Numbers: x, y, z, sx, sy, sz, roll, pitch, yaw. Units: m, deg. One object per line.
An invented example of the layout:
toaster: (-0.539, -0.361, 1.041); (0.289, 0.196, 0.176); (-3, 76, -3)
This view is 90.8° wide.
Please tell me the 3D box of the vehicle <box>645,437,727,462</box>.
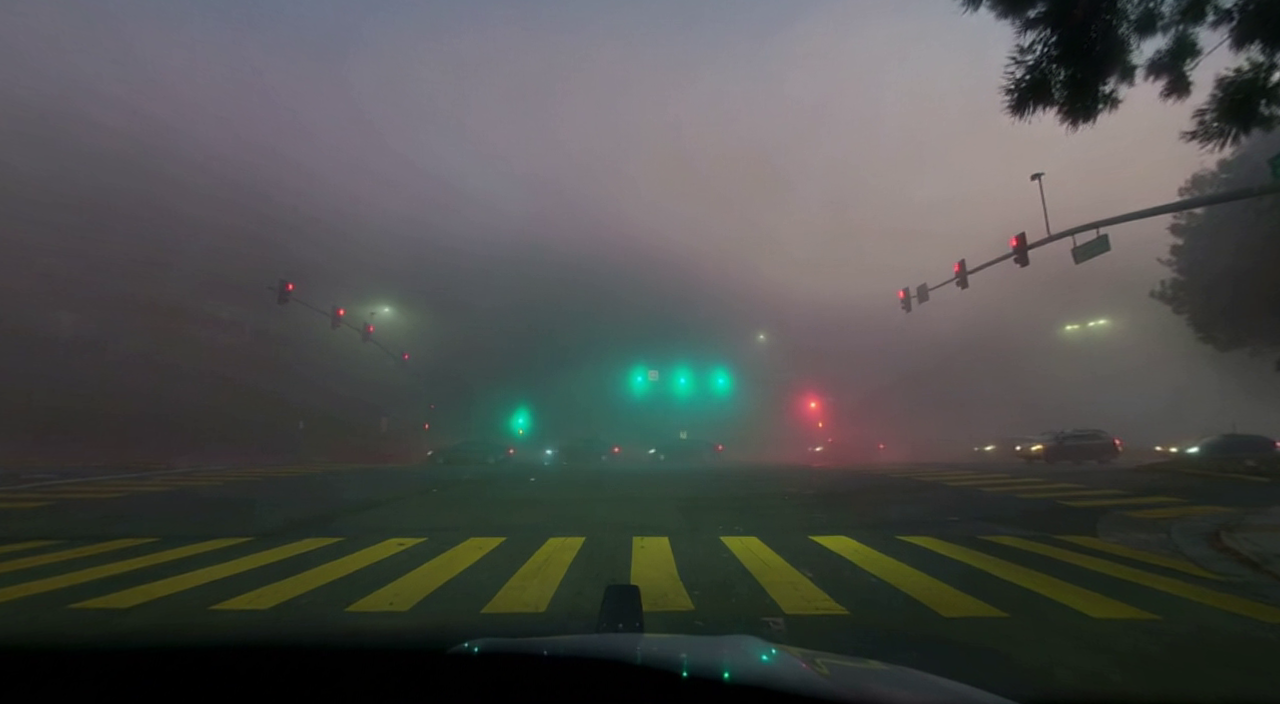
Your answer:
vehicle: (2.613, 5.680, 36.835); (4.631, 1.435, 1.715); (0, -9, -1)

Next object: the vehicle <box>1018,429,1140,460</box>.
vehicle: (27.637, 5.845, 39.924); (6.133, 1.833, 2.155); (0, -9, -2)

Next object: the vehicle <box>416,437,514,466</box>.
vehicle: (-9.149, 5.247, 33.259); (4.629, 1.423, 1.833); (-1, -9, 1)

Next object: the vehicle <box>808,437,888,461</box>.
vehicle: (13.171, 6.173, 40.149); (4.443, 1.472, 1.794); (0, -9, 1)

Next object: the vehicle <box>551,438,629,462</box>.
vehicle: (-3.116, 6.247, 40.203); (4.759, 1.445, 1.865); (0, -9, 0)

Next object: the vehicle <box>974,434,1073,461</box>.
vehicle: (22.204, 5.539, 36.680); (4.519, 1.476, 1.767); (0, -9, 1)

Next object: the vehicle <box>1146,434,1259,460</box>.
vehicle: (32.646, 5.518, 36.753); (4.724, 1.452, 1.870); (0, -9, 0)
